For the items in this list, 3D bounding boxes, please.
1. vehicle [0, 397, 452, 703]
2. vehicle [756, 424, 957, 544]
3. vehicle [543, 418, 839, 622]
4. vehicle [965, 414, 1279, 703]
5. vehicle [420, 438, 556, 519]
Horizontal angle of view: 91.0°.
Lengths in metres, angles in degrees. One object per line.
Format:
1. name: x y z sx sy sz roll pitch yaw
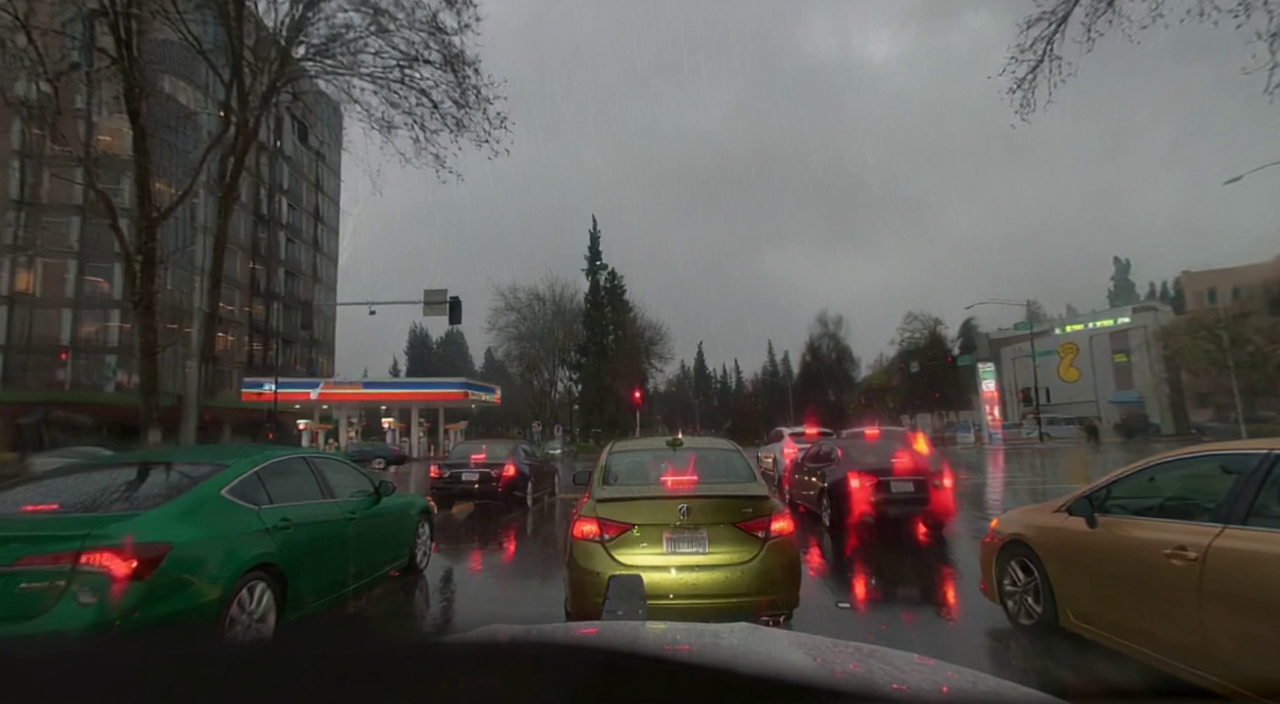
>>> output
1. vehicle: -3.011 1.248 4.625 1.887 1.493 4.255 0 -9 1
2. vehicle: 3.373 2.128 10.797 1.947 1.630 4.127 0 -9 0
3. vehicle: 0.326 1.585 6.950 2.220 1.507 4.317 0 -9 -2
4. vehicle: 4.176 1.135 3.614 1.950 1.497 4.686 0 -9 -3
5. vehicle: -3.077 2.645 13.709 1.867 1.474 4.237 0 -9 1
